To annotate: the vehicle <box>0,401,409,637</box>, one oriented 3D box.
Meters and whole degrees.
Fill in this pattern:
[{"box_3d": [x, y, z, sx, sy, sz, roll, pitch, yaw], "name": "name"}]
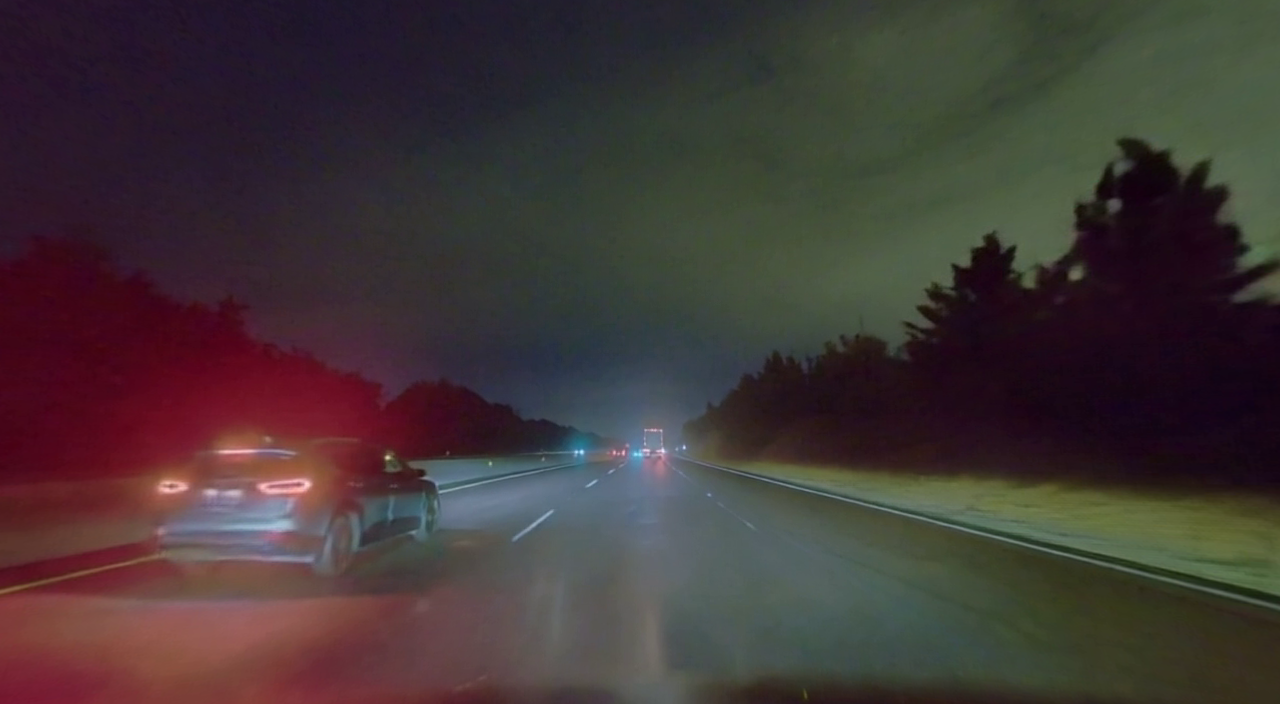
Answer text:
[{"box_3d": [-4.135, 1.445, 6.400, 2.035, 1.595, 4.022, 0, -9, 0], "name": "vehicle"}]
